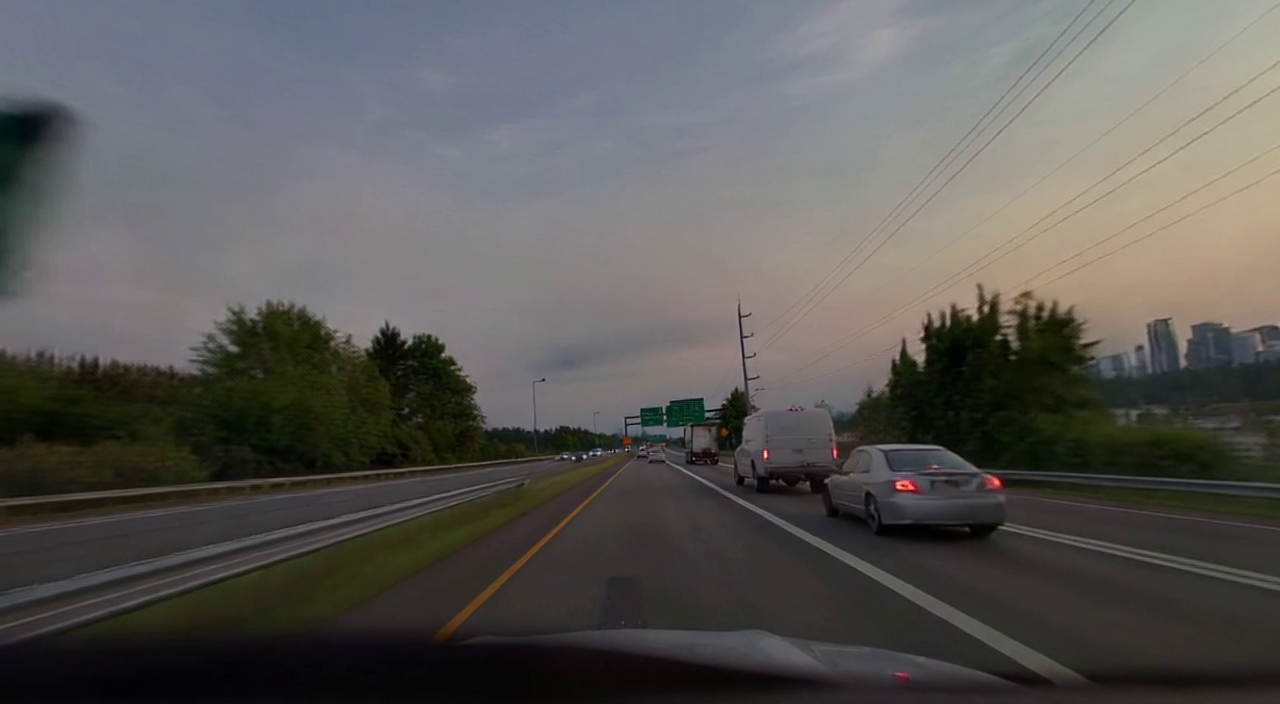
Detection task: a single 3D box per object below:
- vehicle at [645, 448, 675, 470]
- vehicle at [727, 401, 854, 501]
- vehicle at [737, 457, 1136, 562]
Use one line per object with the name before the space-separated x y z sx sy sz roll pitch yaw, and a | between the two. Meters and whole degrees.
vehicle | 1.428 7.599 44.999 2.049 1.500 3.790 0 -9 1
vehicle | 4.634 3.231 20.727 2.569 2.783 5.984 0 -9 -1
vehicle | 4.670 3.037 14.339 2.472 1.036 13.239 -2 -9 -2
